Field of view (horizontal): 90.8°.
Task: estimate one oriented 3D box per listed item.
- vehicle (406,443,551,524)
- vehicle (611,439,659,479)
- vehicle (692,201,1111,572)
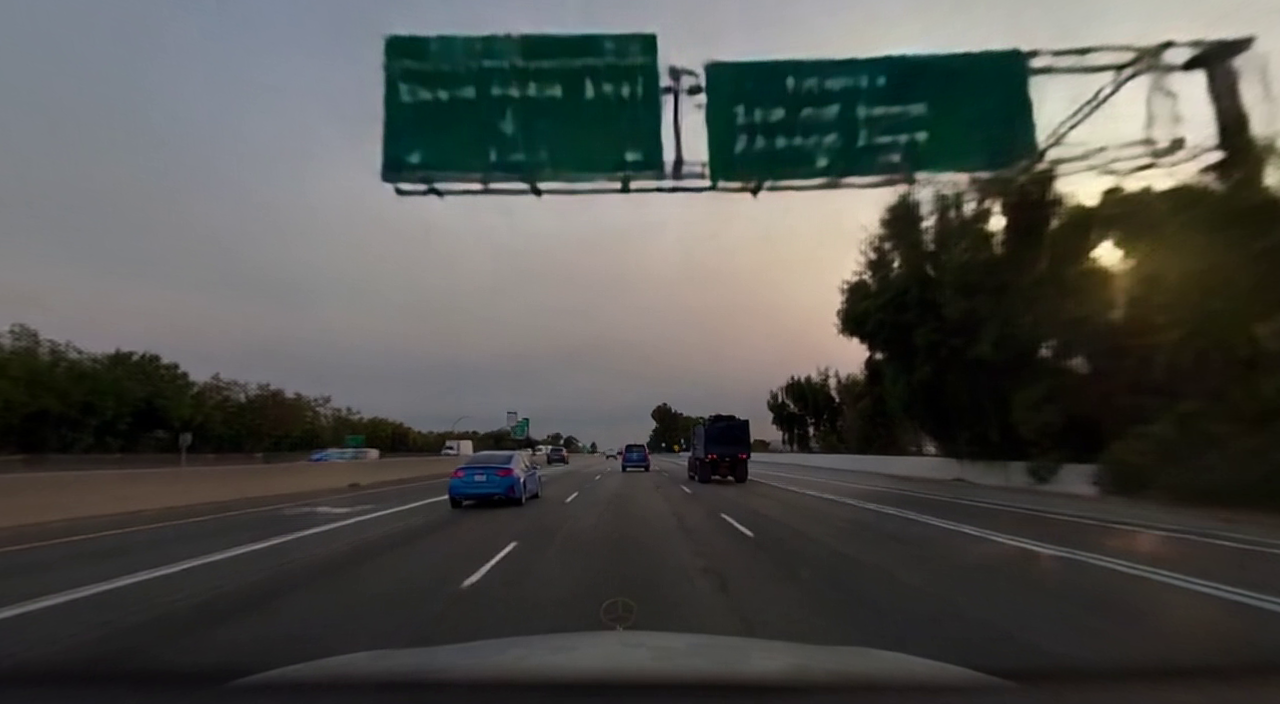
[{"bbox_3d":[-3.167,2.686,13.458,1.864,1.406,4.544,0,-9,0],"label":"vehicle"},{"bbox_3d":[-0.249,5.232,31.202,2.203,1.805,4.358,0,-9,0],"label":"vehicle"},{"bbox_3d":[3.410,1.451,14.428,2.876,4.086,15.117,0,-9,-1],"label":"vehicle"}]
